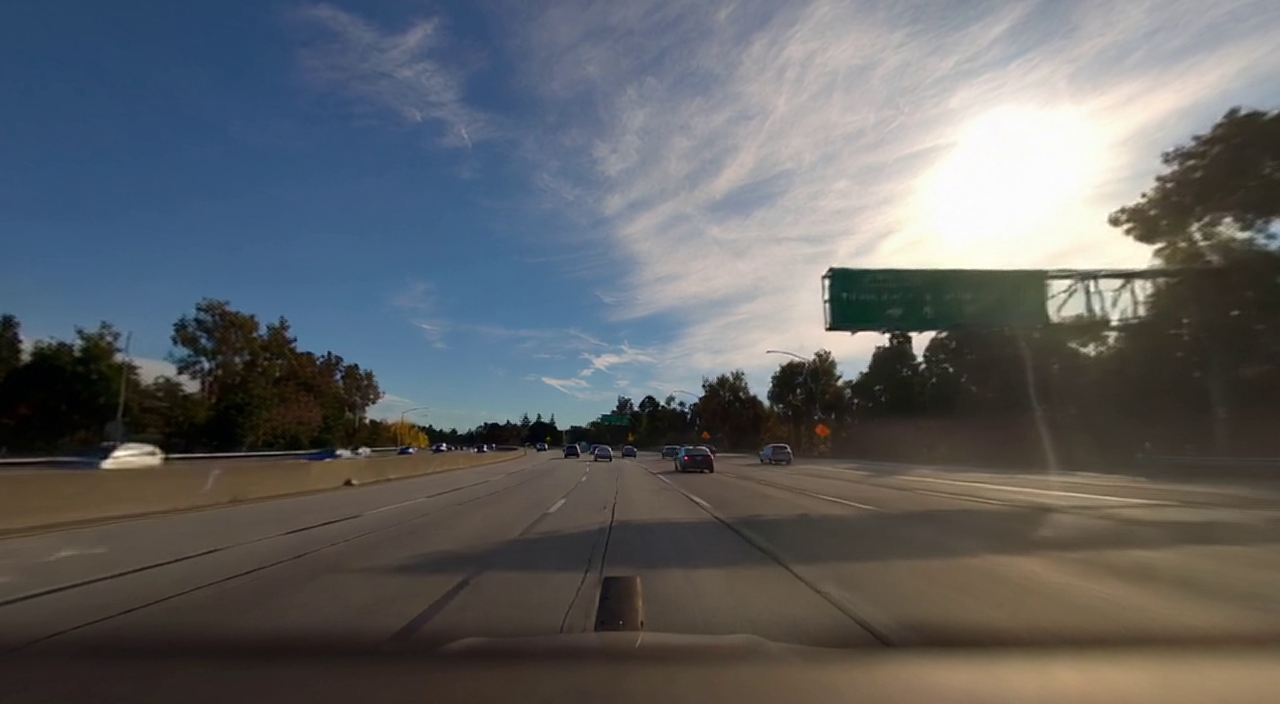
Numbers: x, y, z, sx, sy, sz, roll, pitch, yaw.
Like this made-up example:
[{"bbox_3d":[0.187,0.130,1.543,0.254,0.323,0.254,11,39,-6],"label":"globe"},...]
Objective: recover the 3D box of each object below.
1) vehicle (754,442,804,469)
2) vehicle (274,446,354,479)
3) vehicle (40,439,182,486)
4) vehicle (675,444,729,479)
[{"bbox_3d":[9.202,6.906,42.061,1.909,1.634,4.739,1,-9,-5],"label":"vehicle"},{"bbox_3d":[-17.480,5.934,34.081,1.970,1.627,4.647,0,-9,-2],"label":"vehicle"},{"bbox_3d":[-24.768,5.188,29.839,2.184,1.991,5.336,0,-9,-2],"label":"vehicle"},{"bbox_3d":[2.933,5.300,30.747,1.975,1.562,3.823,1,-9,-5],"label":"vehicle"}]
